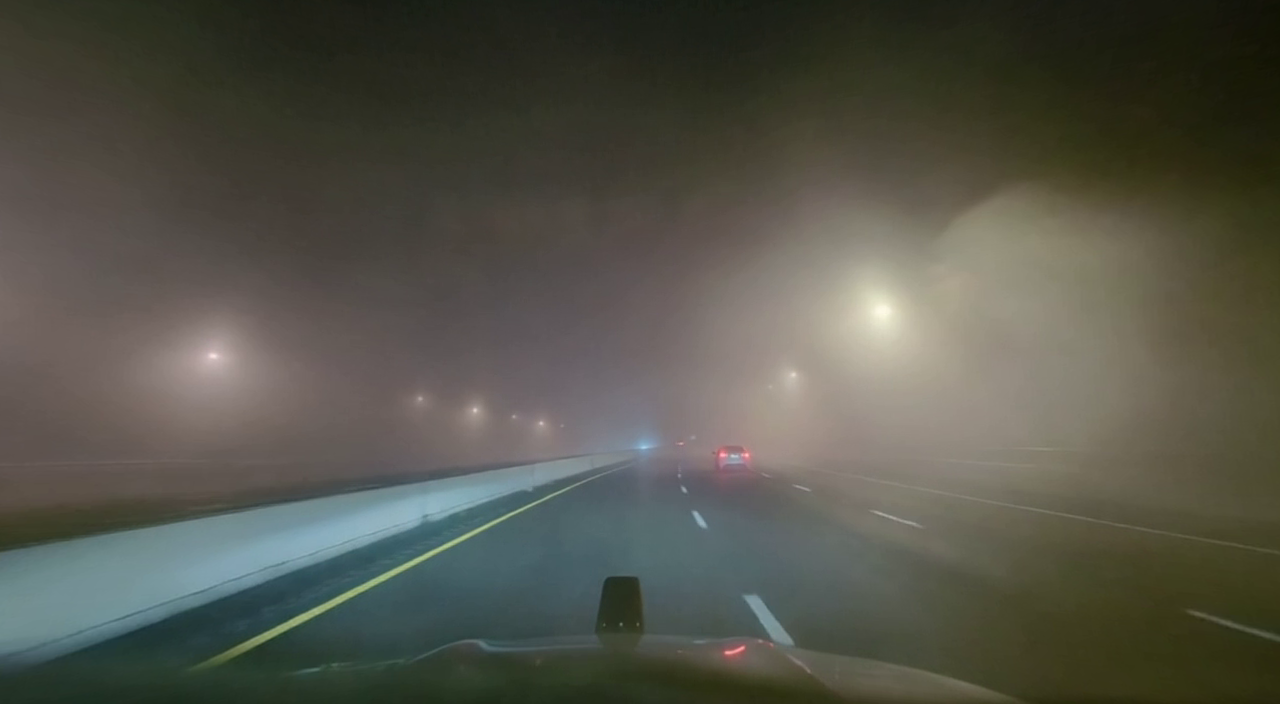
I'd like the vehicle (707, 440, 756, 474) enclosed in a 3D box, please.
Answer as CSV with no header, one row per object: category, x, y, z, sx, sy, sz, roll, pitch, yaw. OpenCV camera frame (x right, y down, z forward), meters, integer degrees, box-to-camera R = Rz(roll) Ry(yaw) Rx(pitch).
vehicle,4.296,4.988,30.238,1.874,1.506,4.116,-1,-8,2
